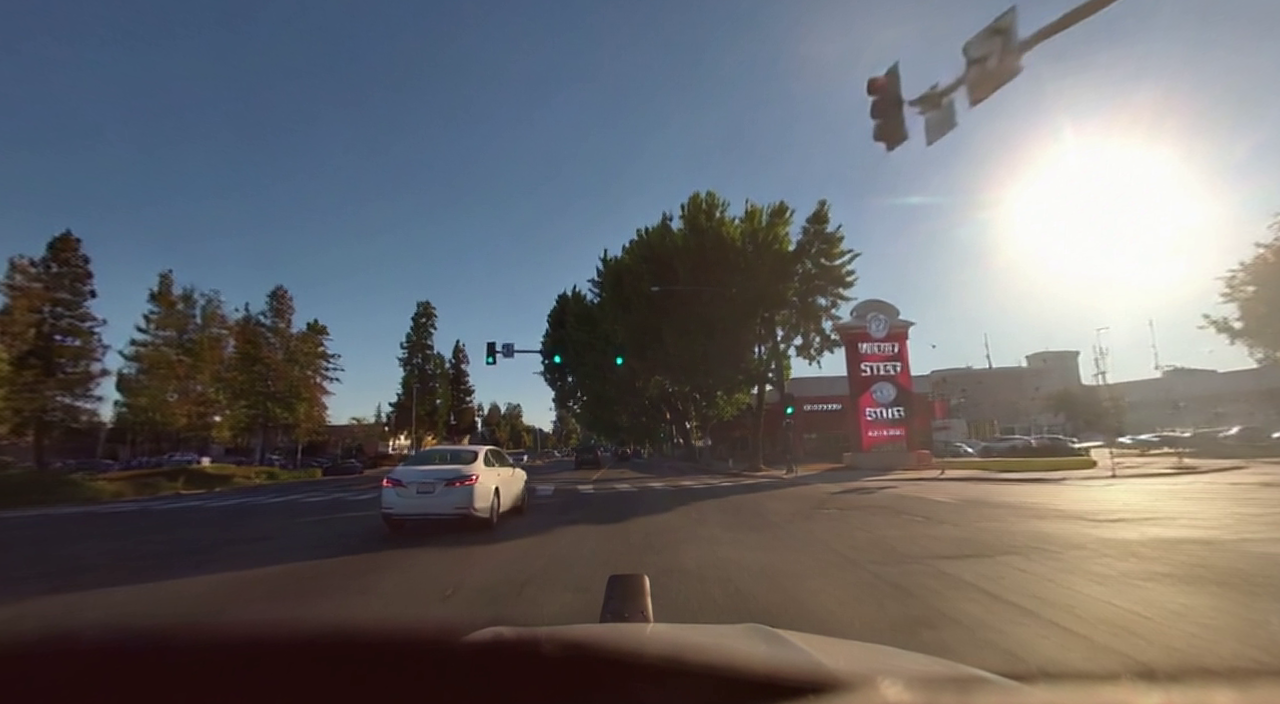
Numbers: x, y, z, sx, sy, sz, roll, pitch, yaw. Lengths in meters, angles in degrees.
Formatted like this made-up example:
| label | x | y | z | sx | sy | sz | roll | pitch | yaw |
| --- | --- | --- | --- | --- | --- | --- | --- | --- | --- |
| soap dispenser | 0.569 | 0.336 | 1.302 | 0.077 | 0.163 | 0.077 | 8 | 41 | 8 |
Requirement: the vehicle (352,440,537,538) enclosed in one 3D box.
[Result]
| label | x | y | z | sx | sy | sz | roll | pitch | yaw |
| --- | --- | --- | --- | --- | --- | --- | --- | --- | --- |
| vehicle | -3.356 | 2.433 | 11.883 | 2.018 | 1.477 | 4.401 | 0 | -9 | 1 |

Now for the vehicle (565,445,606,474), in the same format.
| label | x | y | z | sx | sy | sz | roll | pitch | yaw |
| --- | --- | --- | --- | --- | --- | --- | --- | --- | --- |
| vehicle | -3.358 | 6.699 | 39.630 | 2.109 | 1.692 | 4.220 | 0 | -9 | 0 |
